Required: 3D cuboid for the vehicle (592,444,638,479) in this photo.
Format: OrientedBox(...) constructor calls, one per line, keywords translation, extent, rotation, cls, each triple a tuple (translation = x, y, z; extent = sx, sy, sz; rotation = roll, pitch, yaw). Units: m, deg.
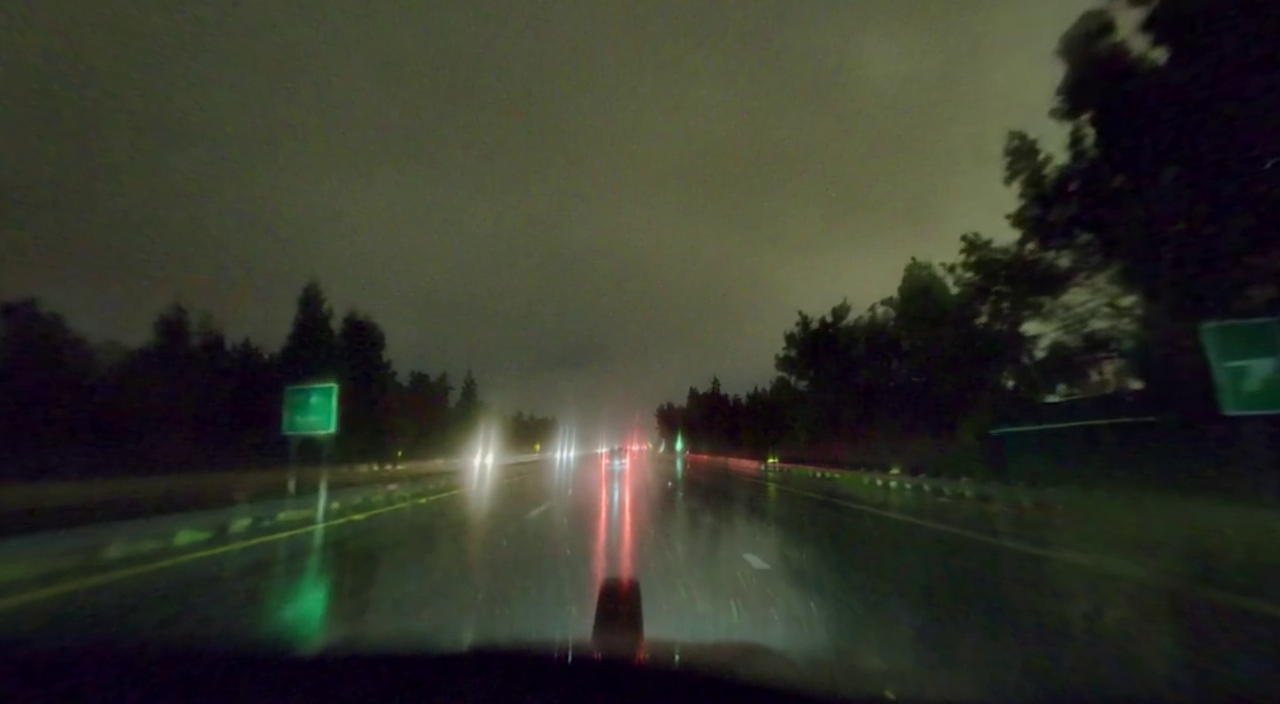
OrientedBox(translation=(-1.242, 5.723, 33.073), extent=(2.120, 1.715, 4.153), rotation=(-1, -9, 1), cls="vehicle")
